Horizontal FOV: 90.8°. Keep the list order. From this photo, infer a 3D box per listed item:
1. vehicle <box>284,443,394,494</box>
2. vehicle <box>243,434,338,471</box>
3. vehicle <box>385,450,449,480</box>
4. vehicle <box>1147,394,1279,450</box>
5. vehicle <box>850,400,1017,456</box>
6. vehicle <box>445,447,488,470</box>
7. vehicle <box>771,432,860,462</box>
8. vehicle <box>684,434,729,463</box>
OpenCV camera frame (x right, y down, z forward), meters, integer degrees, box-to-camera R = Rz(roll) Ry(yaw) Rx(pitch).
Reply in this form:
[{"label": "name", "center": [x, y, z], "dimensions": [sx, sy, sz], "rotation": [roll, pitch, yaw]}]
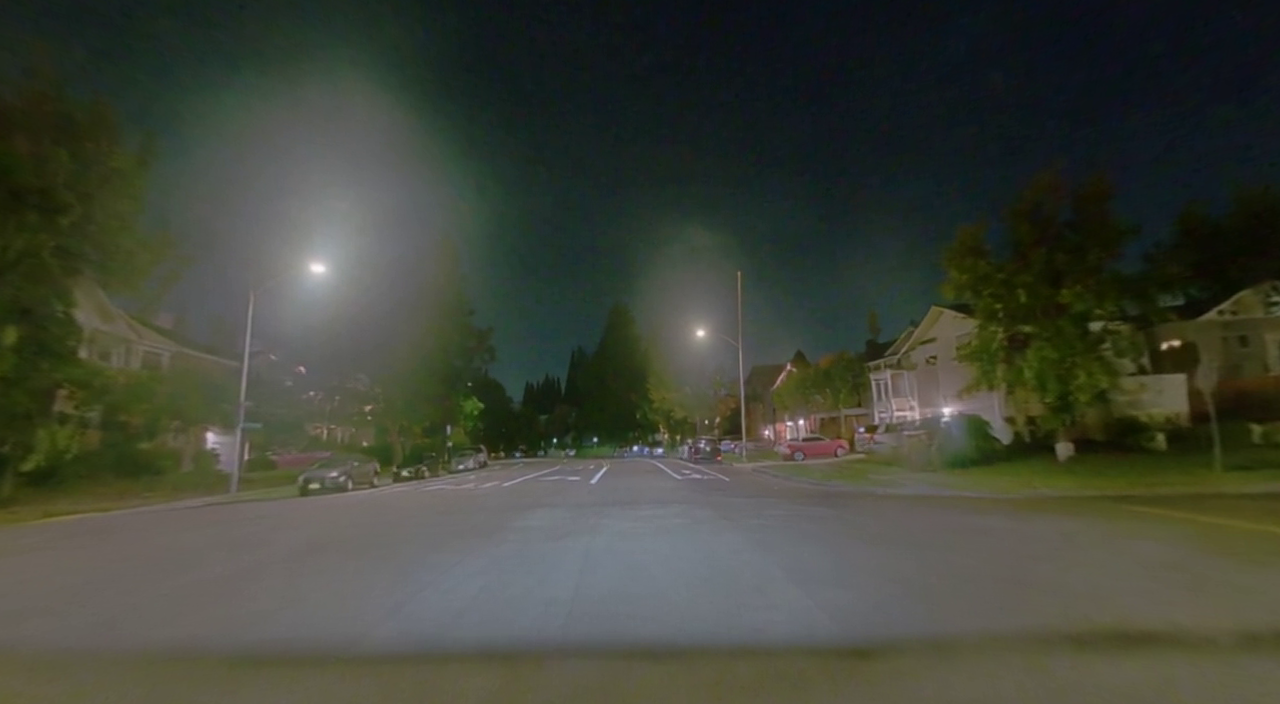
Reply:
[{"label": "vehicle", "center": [-11.525, 4.449, 24.592], "dimensions": [2.037, 1.755, 4.434], "rotation": [0, -8, 0]}, {"label": "vehicle", "center": [-21.513, 6.154, 38.946], "dimensions": [4.828, 2.134, 2.187], "rotation": [-2, -9, 16]}, {"label": "vehicle", "center": [-11.517, 5.846, 32.960], "dimensions": [1.948, 1.410, 4.361], "rotation": [0, -9, -3]}, {"label": "vehicle", "center": [22.577, 2.682, 23.962], "dimensions": [4.831, 2.013, 2.082], "rotation": [0, -9, -2]}, {"label": "vehicle", "center": [12.892, 3.510, 28.125], "dimensions": [6.244, 2.050, 2.209], "rotation": [-9, -13, 37]}, {"label": "vehicle", "center": [-12.105, 7.429, 44.348], "dimensions": [2.012, 1.478, 4.661], "rotation": [1, -9, -4]}, {"label": "vehicle", "center": [10.124, 5.535, 36.674], "dimensions": [4.512, 1.477, 1.927], "rotation": [-2, -9, -3]}, {"label": "vehicle", "center": [4.330, 6.389, 41.893], "dimensions": [2.184, 1.770, 4.651], "rotation": [1, -9, -4]}]
